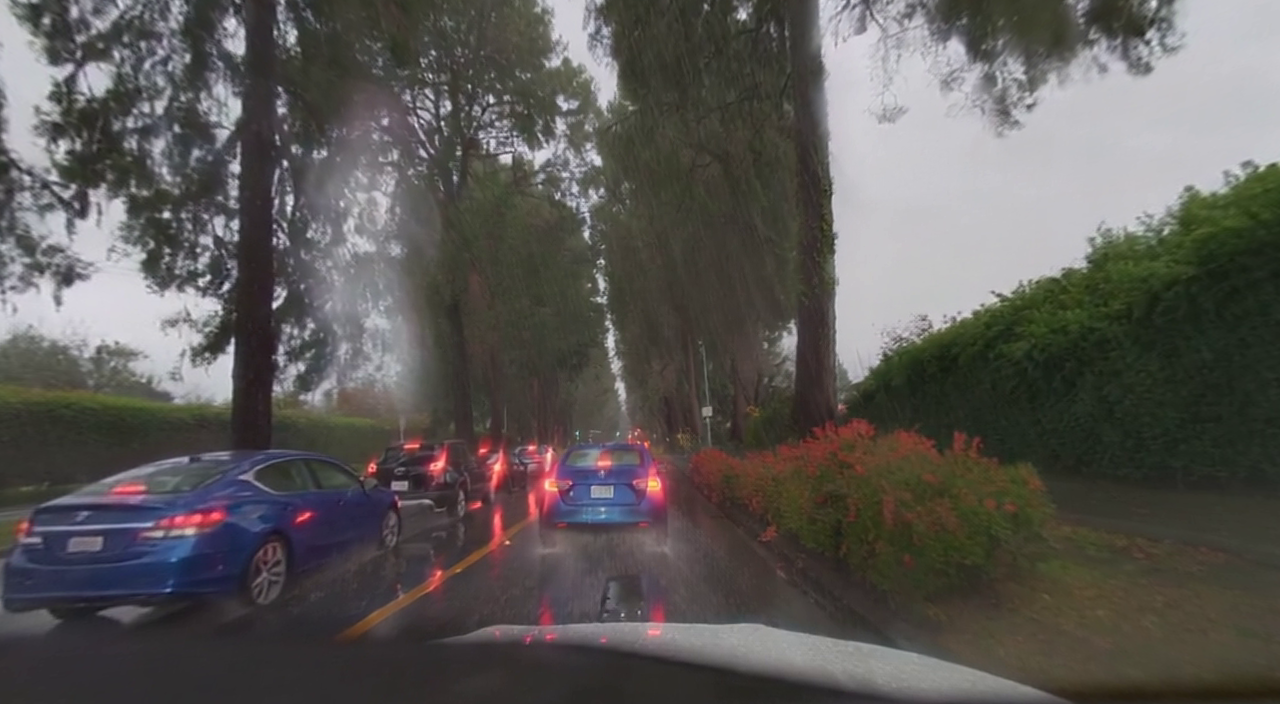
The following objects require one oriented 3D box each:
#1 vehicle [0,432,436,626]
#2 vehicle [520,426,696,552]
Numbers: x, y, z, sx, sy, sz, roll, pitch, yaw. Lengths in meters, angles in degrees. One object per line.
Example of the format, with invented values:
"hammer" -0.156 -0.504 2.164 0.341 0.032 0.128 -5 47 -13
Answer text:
"vehicle" -3.816 1.610 6.786 1.784 1.408 4.141 0 -8 1
"vehicle" -0.416 1.965 9.757 2.127 1.517 4.090 0 -8 -1
